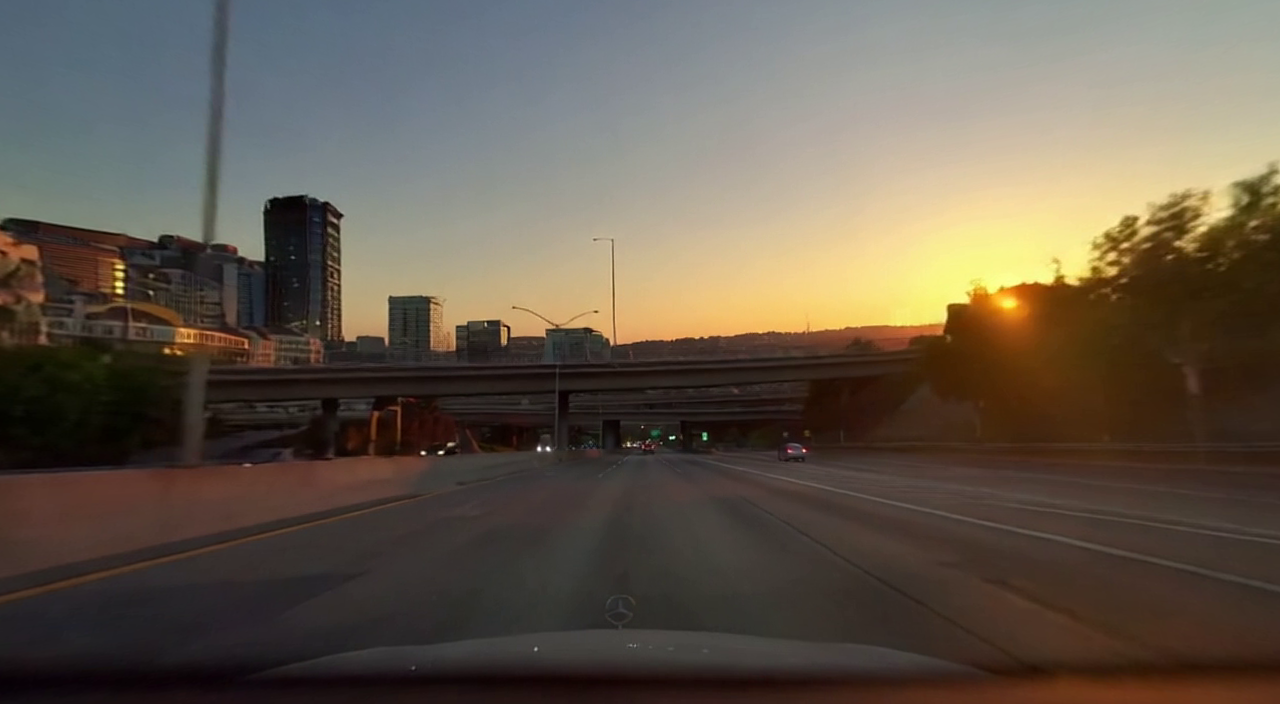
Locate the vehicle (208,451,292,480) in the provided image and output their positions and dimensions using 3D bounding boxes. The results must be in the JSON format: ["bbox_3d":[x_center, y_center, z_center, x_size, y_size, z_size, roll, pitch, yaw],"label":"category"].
[{"bbox_3d":[-20.916,6.091,34.111,2.085,1.461,3.811,0,-9,0],"label":"vehicle"}]
